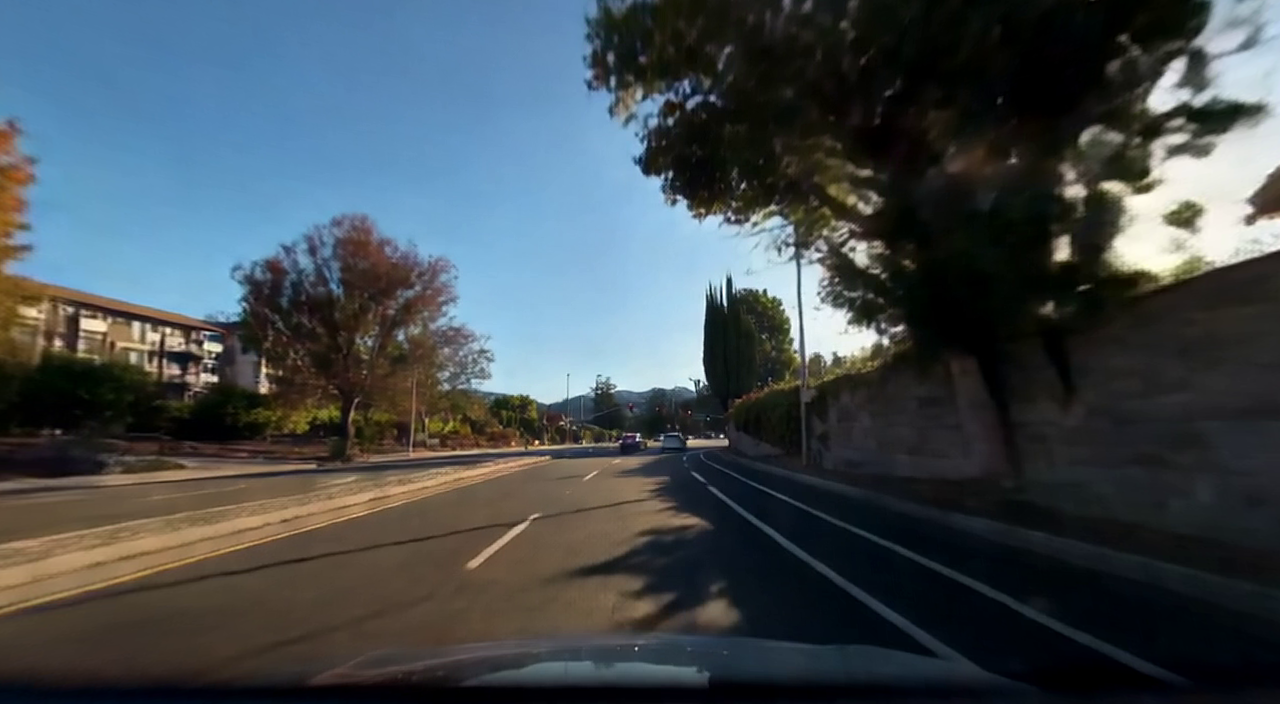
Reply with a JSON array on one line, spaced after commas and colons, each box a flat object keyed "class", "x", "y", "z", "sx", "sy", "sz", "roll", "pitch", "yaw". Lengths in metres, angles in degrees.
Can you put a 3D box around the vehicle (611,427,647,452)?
[{"class": "vehicle", "x": -0.800, "y": 6.858, "z": 49.141, "sx": 2.152, "sy": 1.822, "sz": 4.391, "roll": -1, "pitch": -8, "yaw": 9}]
